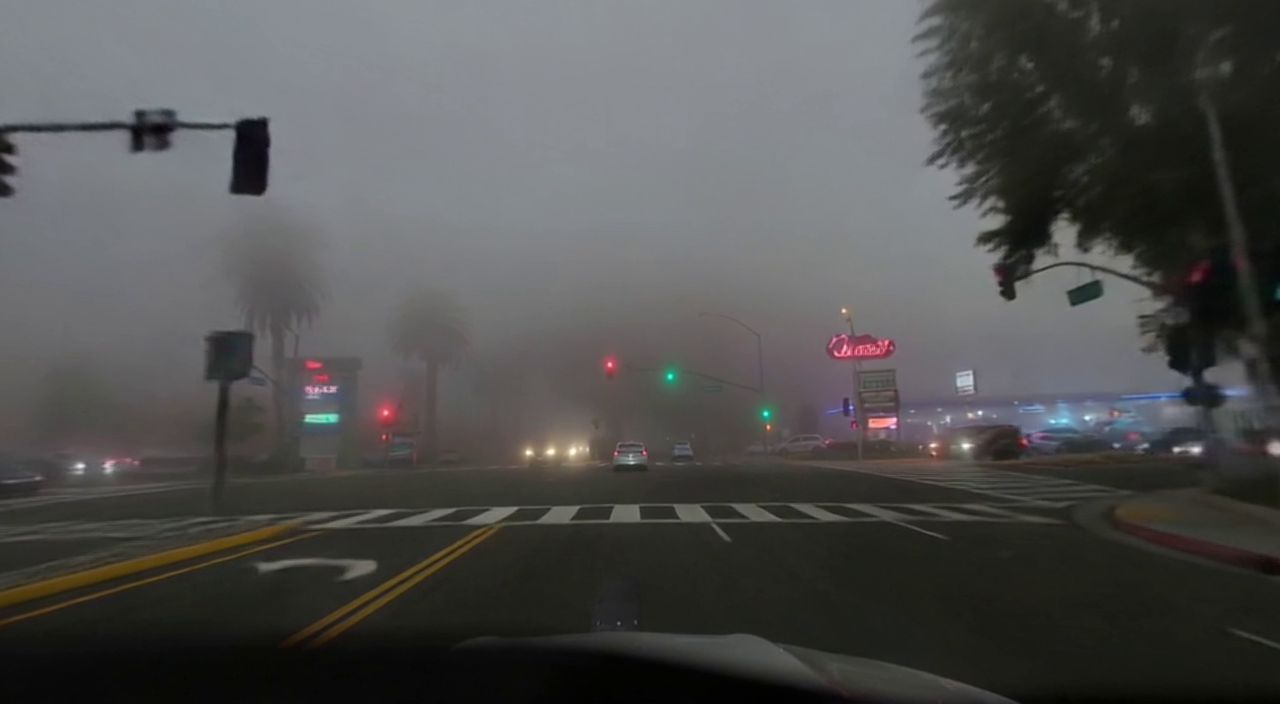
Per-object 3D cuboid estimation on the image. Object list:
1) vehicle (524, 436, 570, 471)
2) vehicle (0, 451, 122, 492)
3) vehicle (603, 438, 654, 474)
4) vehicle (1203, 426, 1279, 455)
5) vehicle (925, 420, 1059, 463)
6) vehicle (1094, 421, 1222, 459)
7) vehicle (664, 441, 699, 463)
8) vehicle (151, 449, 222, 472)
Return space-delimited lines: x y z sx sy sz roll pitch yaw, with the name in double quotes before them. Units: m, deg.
"vehicle" -5.300 5.809 36.567 2.032 1.747 4.479 -2 -7 -1
"vehicle" -25.784 5.181 27.577 4.599 1.648 2.098 -1 -8 1
"vehicle" -0.543 4.745 29.150 2.160 1.508 4.319 0 -8 -1
"vehicle" 33.178 4.775 34.161 3.696 1.532 1.927 0 -8 -1
"vehicle" 17.066 4.382 30.908 5.173 1.976 2.223 0 -8 0
"vehicle" 25.050 4.268 30.699 4.473 1.751 1.909 0 -8 -1
"vehicle" 2.877 7.008 44.538 2.060 1.471 4.168 0 -8 -2
"vehicle" -33.854 8.085 47.377 1.913 1.638 4.553 0 -8 1
